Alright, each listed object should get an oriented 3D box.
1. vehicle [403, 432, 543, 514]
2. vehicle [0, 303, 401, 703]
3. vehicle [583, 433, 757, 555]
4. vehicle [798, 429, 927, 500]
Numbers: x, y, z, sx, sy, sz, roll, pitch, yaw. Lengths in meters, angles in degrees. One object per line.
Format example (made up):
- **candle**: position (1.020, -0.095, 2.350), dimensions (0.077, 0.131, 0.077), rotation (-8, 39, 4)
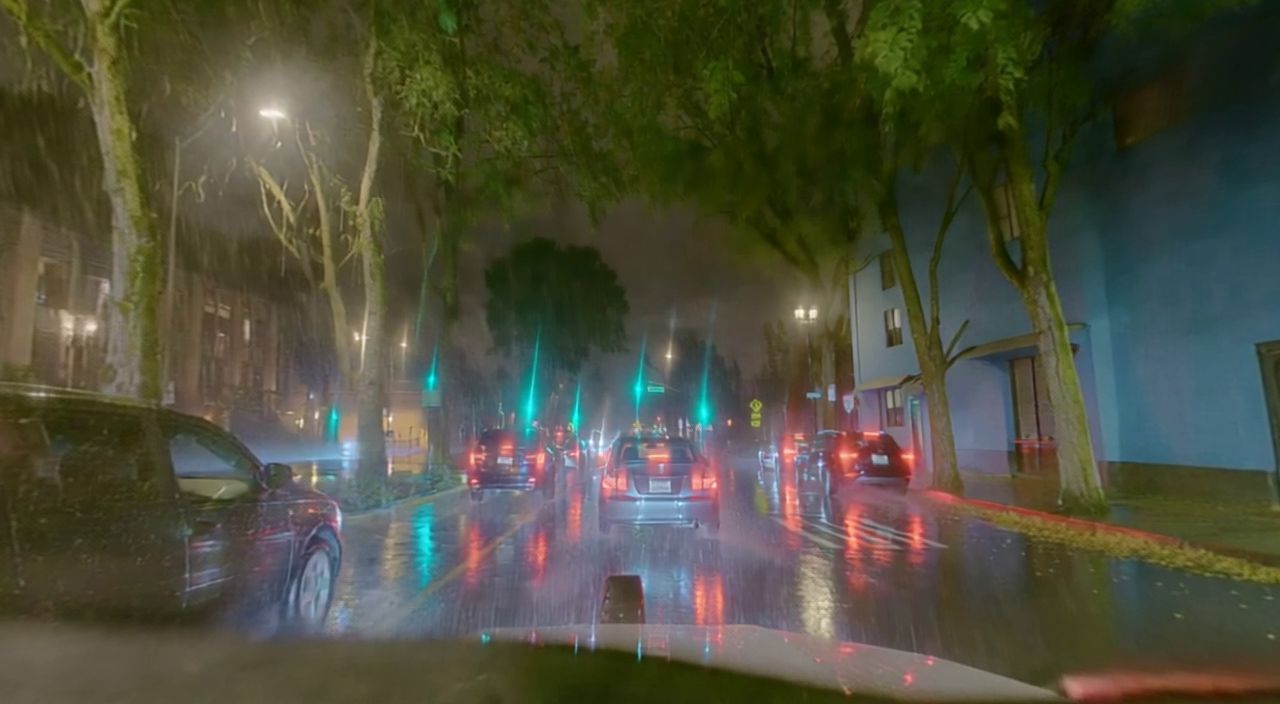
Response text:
- **vehicle**: position (-3.506, 2.624, 14.229), dimensions (1.901, 1.522, 4.556), rotation (0, -9, 0)
- **vehicle**: position (-3.268, 0.932, 3.392), dimensions (2.152, 1.802, 4.628), rotation (0, -9, 0)
- **vehicle**: position (0.269, 1.995, 9.574), dimensions (2.095, 1.438, 3.843), rotation (0, -9, -3)
- **vehicle**: position (6.342, 3.250, 18.692), dimensions (2.025, 1.808, 4.579), rotation (0, -9, -2)
